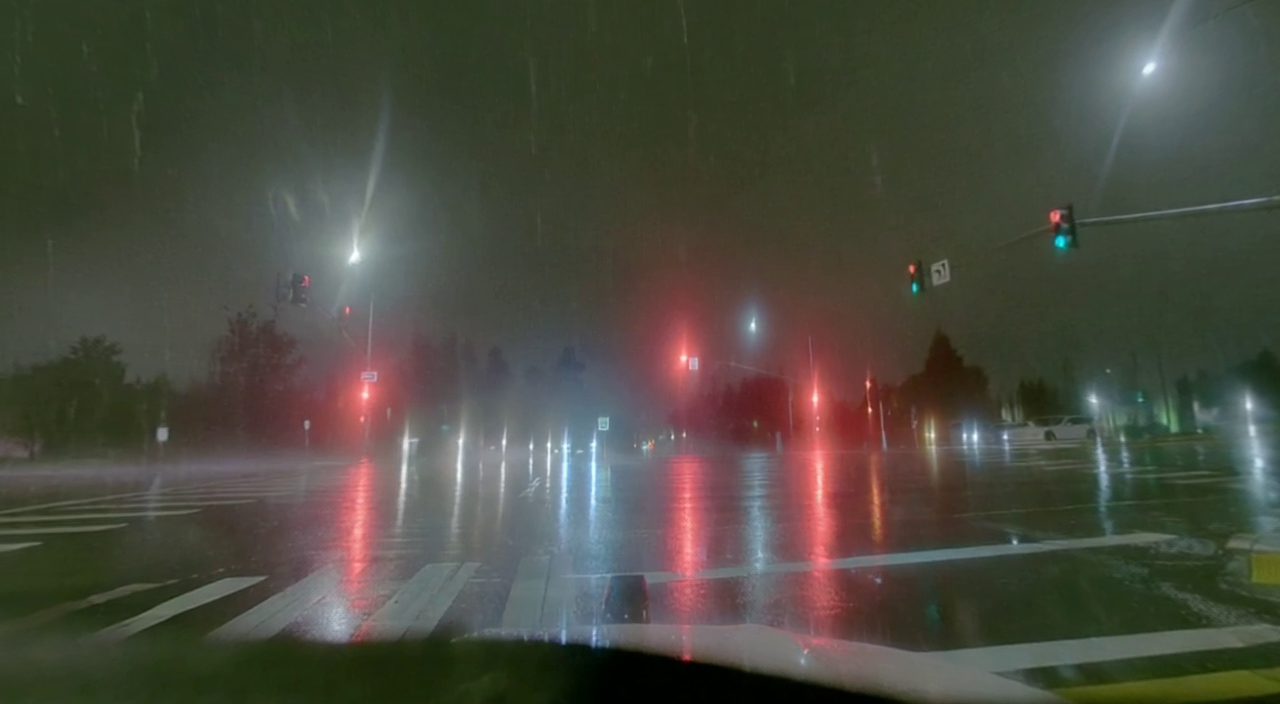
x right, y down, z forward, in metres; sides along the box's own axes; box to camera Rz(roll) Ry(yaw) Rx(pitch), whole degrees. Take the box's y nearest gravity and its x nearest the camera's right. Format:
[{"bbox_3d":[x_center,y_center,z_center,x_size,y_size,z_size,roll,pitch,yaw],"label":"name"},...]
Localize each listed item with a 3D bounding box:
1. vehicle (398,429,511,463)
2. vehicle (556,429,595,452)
[{"bbox_3d":[-8.057,4.124,27.740,4.510,1.431,1.884,1,-9,-9],"label":"vehicle"},{"bbox_3d":[-4.392,6.164,43.762,1.919,1.467,4.086,-1,-9,5],"label":"vehicle"}]
